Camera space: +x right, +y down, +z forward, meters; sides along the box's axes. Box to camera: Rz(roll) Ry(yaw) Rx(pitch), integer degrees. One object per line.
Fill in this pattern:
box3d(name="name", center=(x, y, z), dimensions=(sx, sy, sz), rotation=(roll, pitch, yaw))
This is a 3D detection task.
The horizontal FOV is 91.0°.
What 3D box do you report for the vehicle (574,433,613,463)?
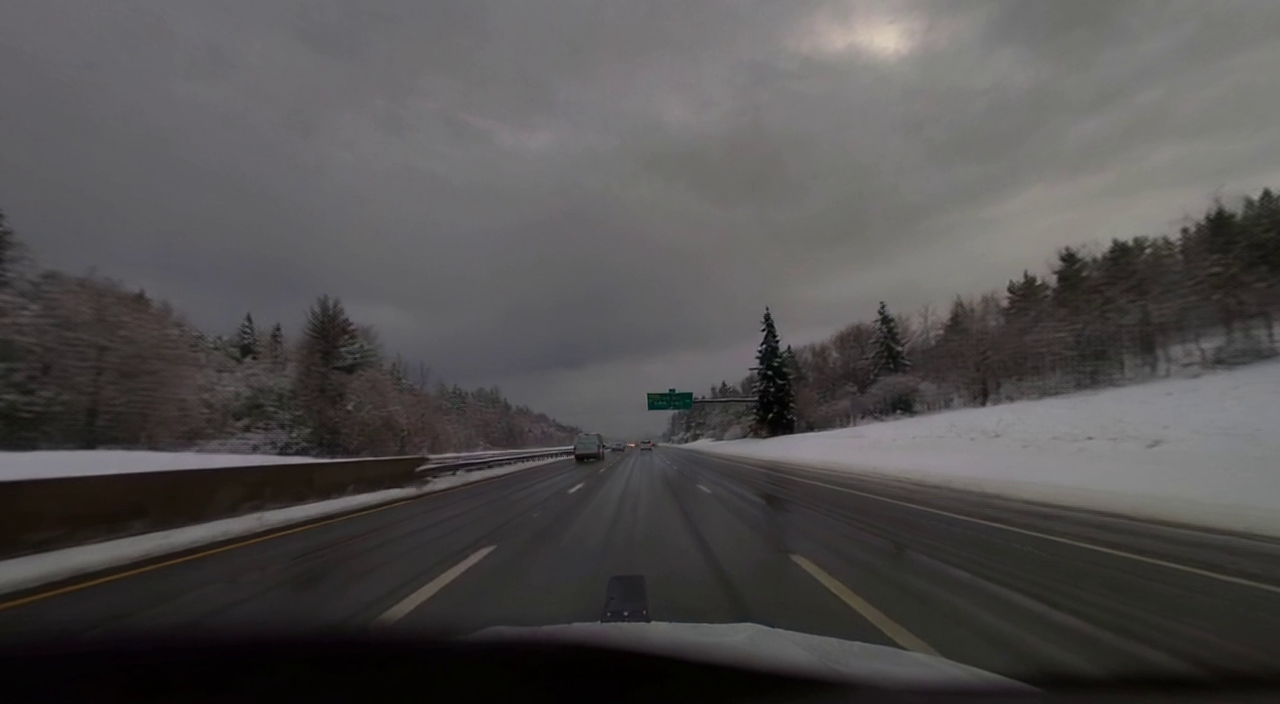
box3d(name="vehicle", center=(-3.241, 6.825, 44.716), dimensions=(2.286, 2.011, 4.452), rotation=(0, -8, 2))
